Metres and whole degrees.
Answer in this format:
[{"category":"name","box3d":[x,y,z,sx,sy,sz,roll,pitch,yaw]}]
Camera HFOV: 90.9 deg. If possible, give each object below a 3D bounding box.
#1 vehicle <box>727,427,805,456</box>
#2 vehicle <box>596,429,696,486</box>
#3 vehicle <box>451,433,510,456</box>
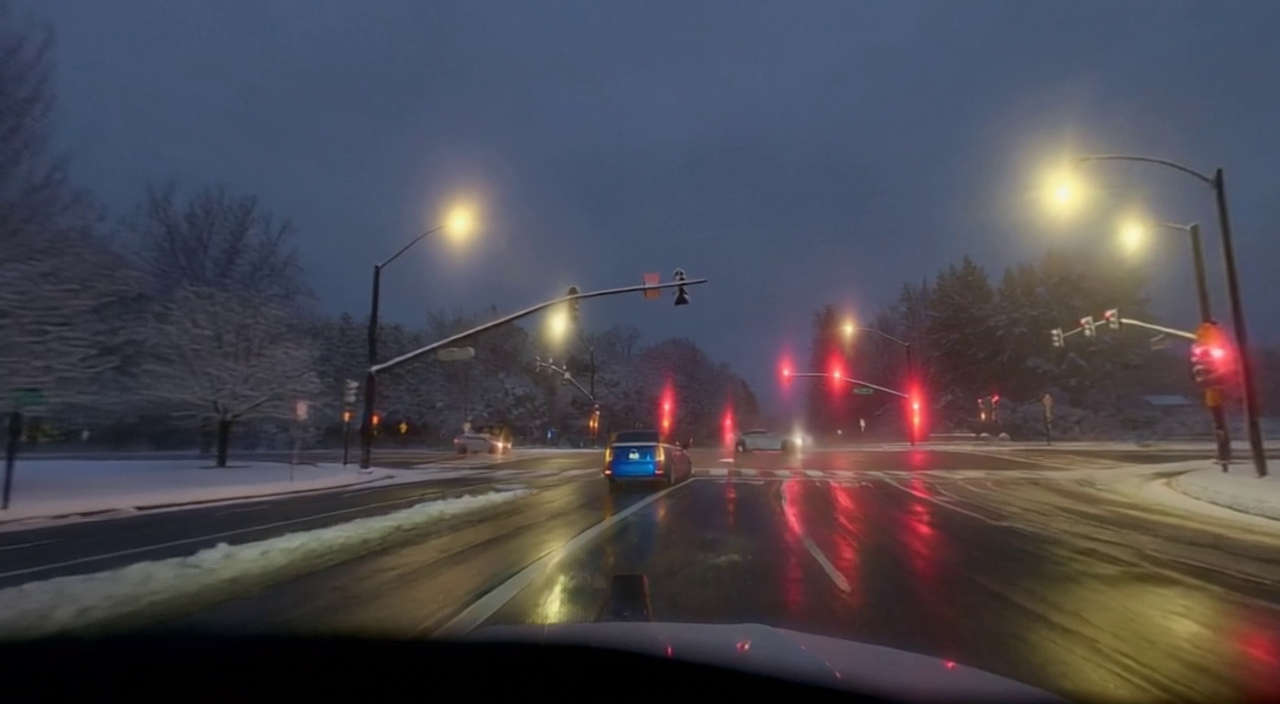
[{"category":"vehicle","box3d":[7.599,5.445,38.074,4.406,1.661,1.857,-3,-9,17]},{"category":"vehicle","box3d":[0.313,3.242,19.622,2.055,1.573,4.065,-2,-9,16]},{"category":"vehicle","box3d":[-11.964,6.991,47.415,3.952,1.568,1.788,-4,-8,15]}]
